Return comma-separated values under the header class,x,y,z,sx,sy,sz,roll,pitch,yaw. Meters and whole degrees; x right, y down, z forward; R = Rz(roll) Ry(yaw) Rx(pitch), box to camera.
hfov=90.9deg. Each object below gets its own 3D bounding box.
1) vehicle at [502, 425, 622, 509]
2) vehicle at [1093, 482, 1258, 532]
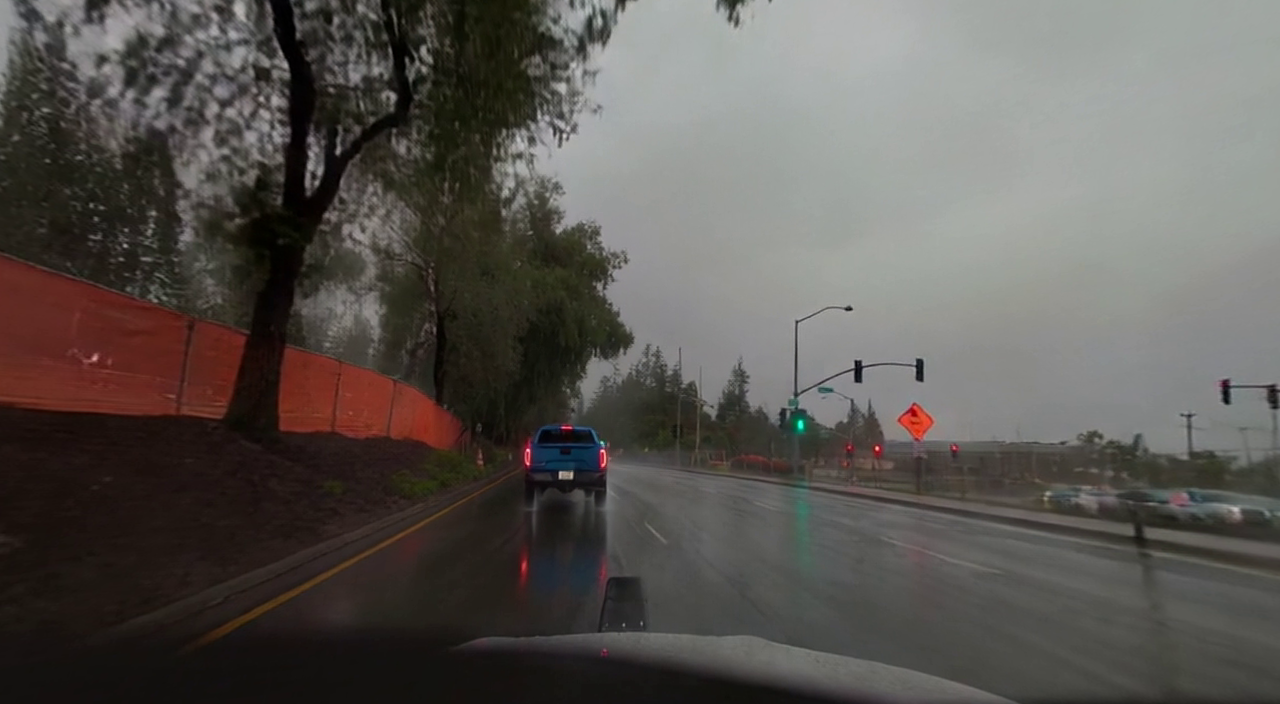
class,x,y,z,sx,sy,sz,roll,pitch,yaw
vehicle,-1.776,2.749,15.650,2.436,1.698,5.322,0,-8,-4
vehicle,19.286,5.558,23.026,1.808,1.467,4.360,2,-10,-8
